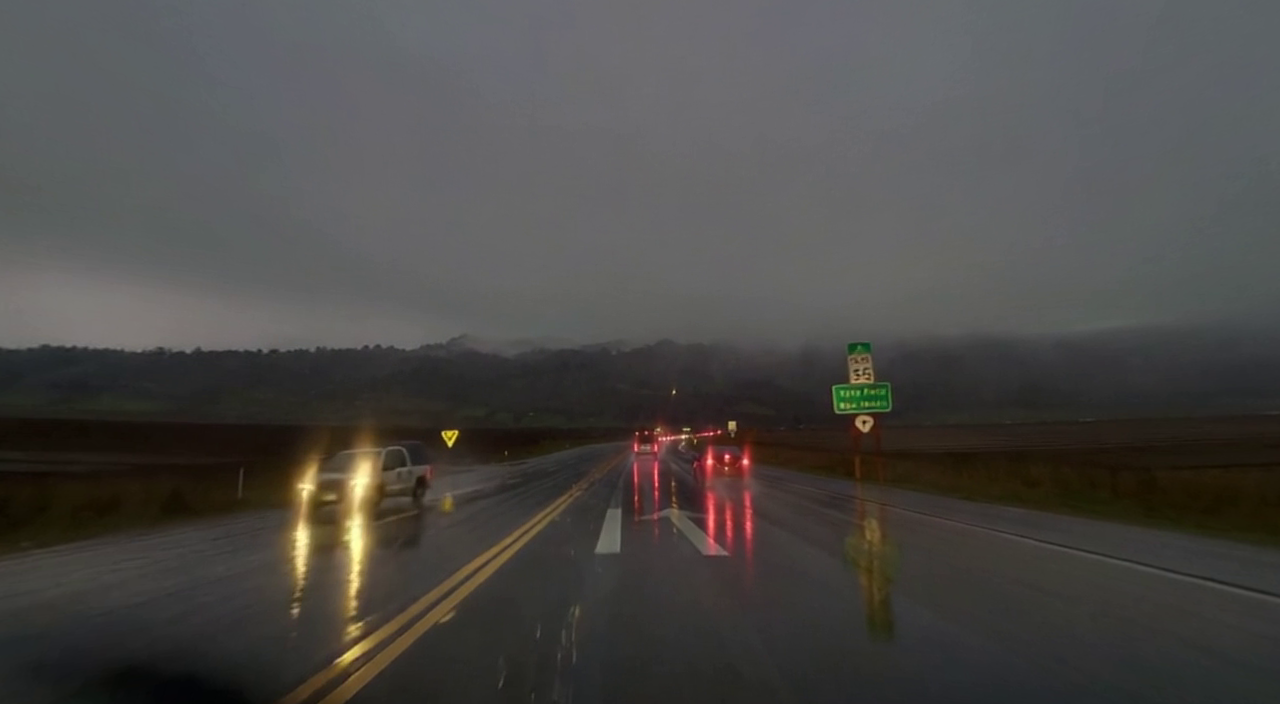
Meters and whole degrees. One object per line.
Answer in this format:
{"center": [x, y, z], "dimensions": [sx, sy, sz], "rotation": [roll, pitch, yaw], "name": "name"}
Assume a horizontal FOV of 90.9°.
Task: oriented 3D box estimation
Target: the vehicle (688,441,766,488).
{"center": [3.048, 4.053, 23.057], "dimensions": [2.026, 1.531, 4.273], "rotation": [0, -8, -3], "name": "vehicle"}

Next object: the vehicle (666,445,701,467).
{"center": [3.050, 7.451, 45.430], "dimensions": [2.048, 1.468, 4.490], "rotation": [0, -8, -2], "name": "vehicle"}

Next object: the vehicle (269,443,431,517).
{"center": [-7.804, 3.457, 17.681], "dimensions": [2.168, 1.748, 4.811], "rotation": [0, -8, 1], "name": "vehicle"}
